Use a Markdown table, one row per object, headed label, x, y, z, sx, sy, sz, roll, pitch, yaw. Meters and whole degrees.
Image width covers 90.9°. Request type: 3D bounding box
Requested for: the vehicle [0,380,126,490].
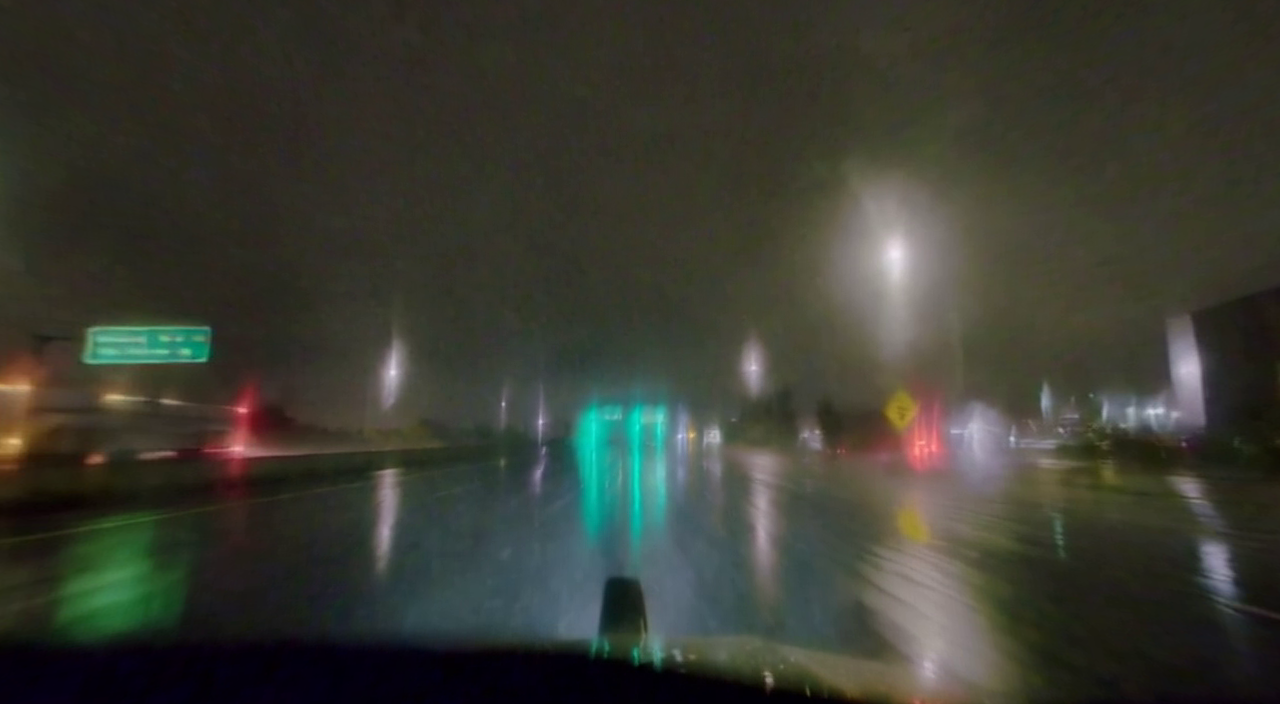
| label | x | y | z | sx | sy | sz | roll | pitch | yaw |
| --- | --- | --- | --- | --- | --- | --- | --- | --- | --- |
| vehicle | -23.984 | 3.049 | 22.982 | 3.278 | 3.774 | 8.377 | 0 | -8 | 1 |
